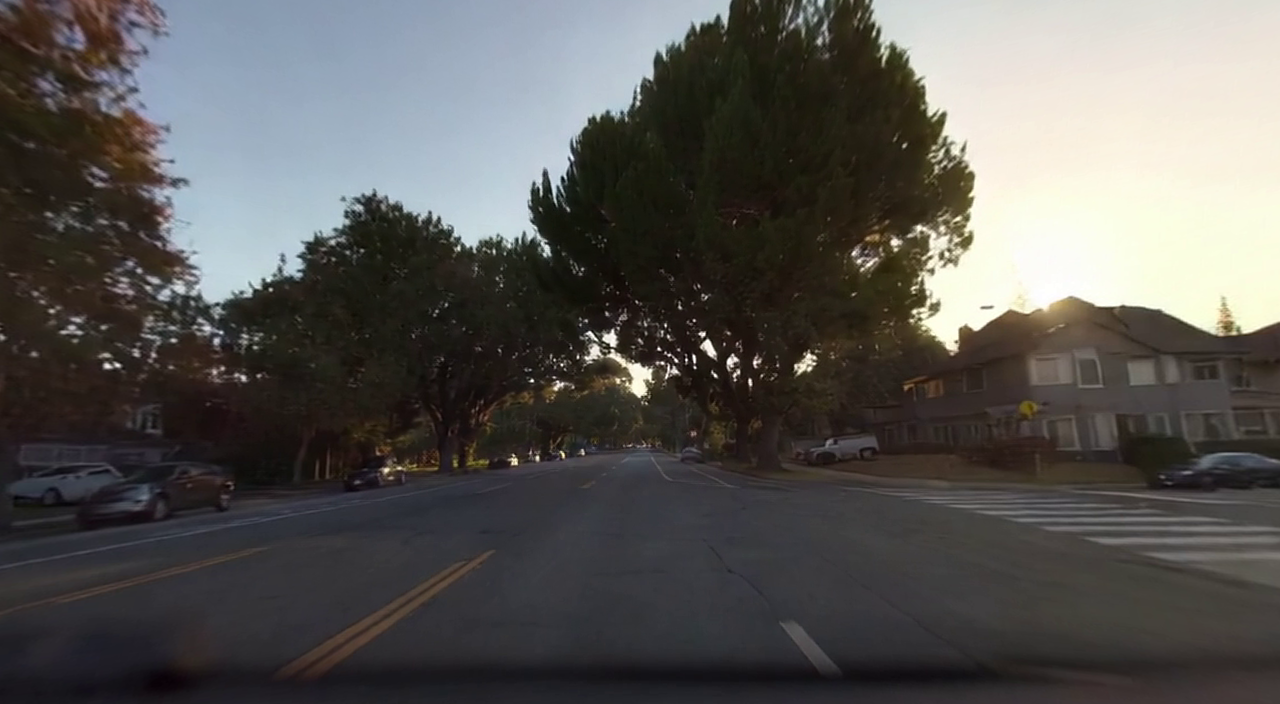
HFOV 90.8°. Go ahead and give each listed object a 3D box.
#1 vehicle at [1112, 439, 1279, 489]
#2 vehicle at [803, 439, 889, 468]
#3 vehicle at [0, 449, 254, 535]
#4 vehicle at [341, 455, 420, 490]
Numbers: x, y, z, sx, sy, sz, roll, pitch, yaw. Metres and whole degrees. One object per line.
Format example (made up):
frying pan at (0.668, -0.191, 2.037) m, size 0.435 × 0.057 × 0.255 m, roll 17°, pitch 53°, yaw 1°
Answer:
vehicle at (18.146, 3.538, 20.152) m, size 4.625 × 1.480 × 1.971 m, roll 0°, pitch -9°, yaw -3°
vehicle at (12.952, 6.375, 39.851) m, size 4.696 × 1.732 × 1.968 m, roll 0°, pitch -9°, yaw 0°
vehicle at (-12.537, 3.372, 16.038) m, size 2.128 × 1.768 × 5.306 m, roll 0°, pitch -9°, yaw 0°
vehicle at (-12.655, 5.878, 31.156) m, size 1.926 × 1.533 × 4.557 m, roll 0°, pitch -9°, yaw 1°
